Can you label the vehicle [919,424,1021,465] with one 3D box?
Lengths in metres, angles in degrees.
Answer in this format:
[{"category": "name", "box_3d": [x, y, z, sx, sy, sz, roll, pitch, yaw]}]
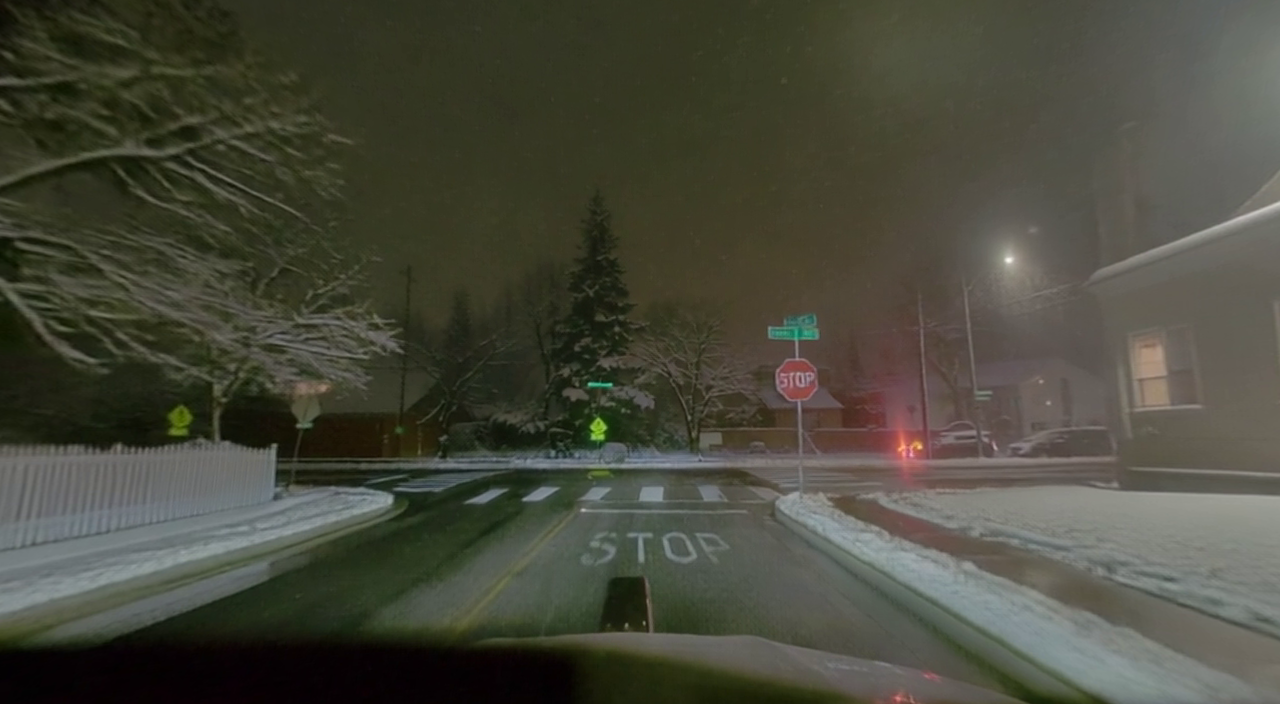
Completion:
[{"category": "vehicle", "box_3d": [18.922, 5.346, 36.360, 2.395, 2.164, 4.475, 5, -10, -27]}]
